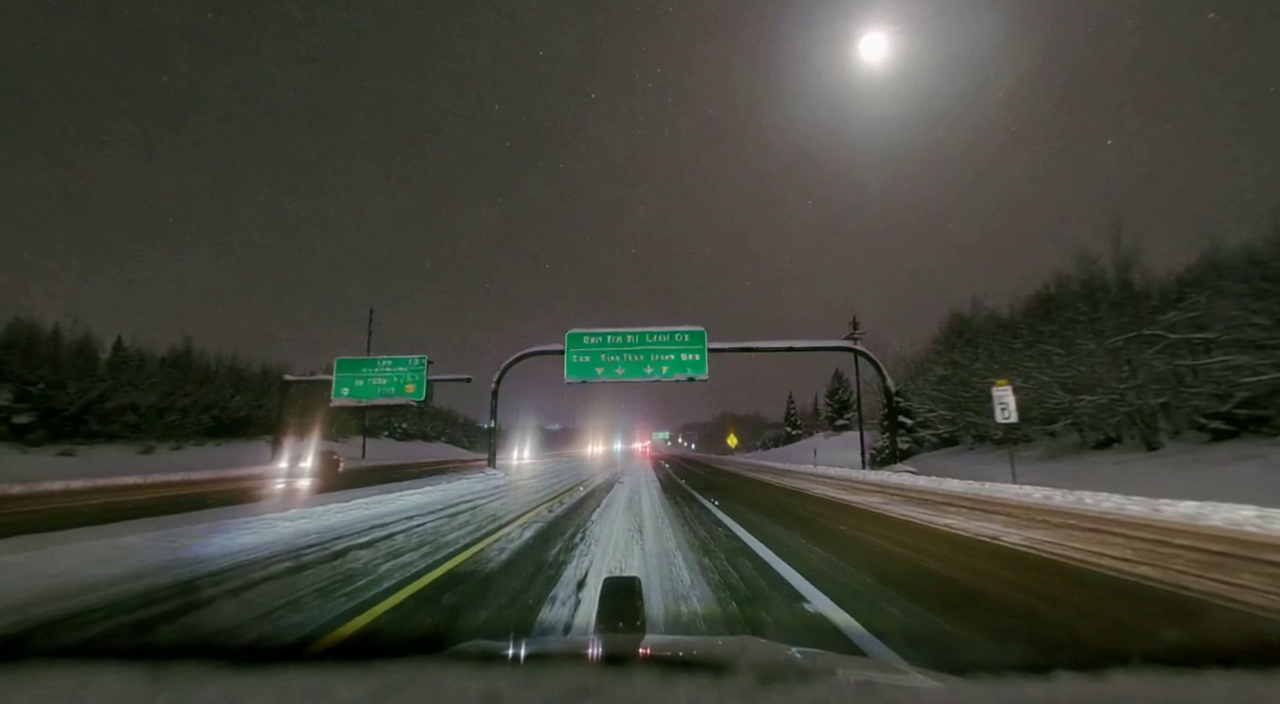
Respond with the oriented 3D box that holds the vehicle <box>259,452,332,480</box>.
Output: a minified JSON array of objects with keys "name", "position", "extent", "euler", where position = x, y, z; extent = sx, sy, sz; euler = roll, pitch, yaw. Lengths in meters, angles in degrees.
[{"name":"vehicle","position":[-20.897,6.908,38.448],"extent":[1.830,1.527,4.557],"euler":[0,-9,1]}]
